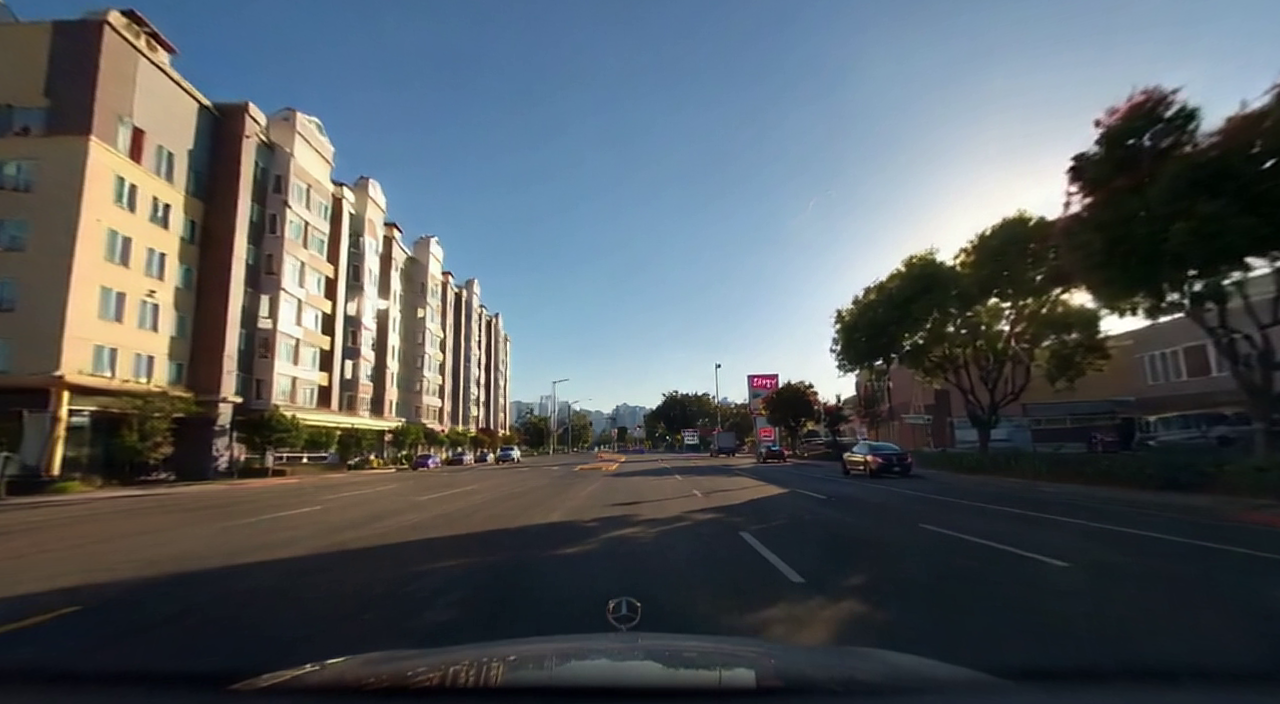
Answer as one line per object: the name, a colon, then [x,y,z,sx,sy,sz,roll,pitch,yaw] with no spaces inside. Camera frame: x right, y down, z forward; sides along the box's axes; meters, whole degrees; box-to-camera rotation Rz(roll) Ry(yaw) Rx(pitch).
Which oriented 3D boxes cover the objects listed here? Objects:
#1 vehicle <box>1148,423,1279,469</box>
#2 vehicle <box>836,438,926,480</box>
vehicle: [20.746,3.302,22.216,1.760,1.438,4.642,1,-8,-3]
vehicle: [10.590,4.698,28.168,2.078,1.688,4.557,1,-8,-1]
